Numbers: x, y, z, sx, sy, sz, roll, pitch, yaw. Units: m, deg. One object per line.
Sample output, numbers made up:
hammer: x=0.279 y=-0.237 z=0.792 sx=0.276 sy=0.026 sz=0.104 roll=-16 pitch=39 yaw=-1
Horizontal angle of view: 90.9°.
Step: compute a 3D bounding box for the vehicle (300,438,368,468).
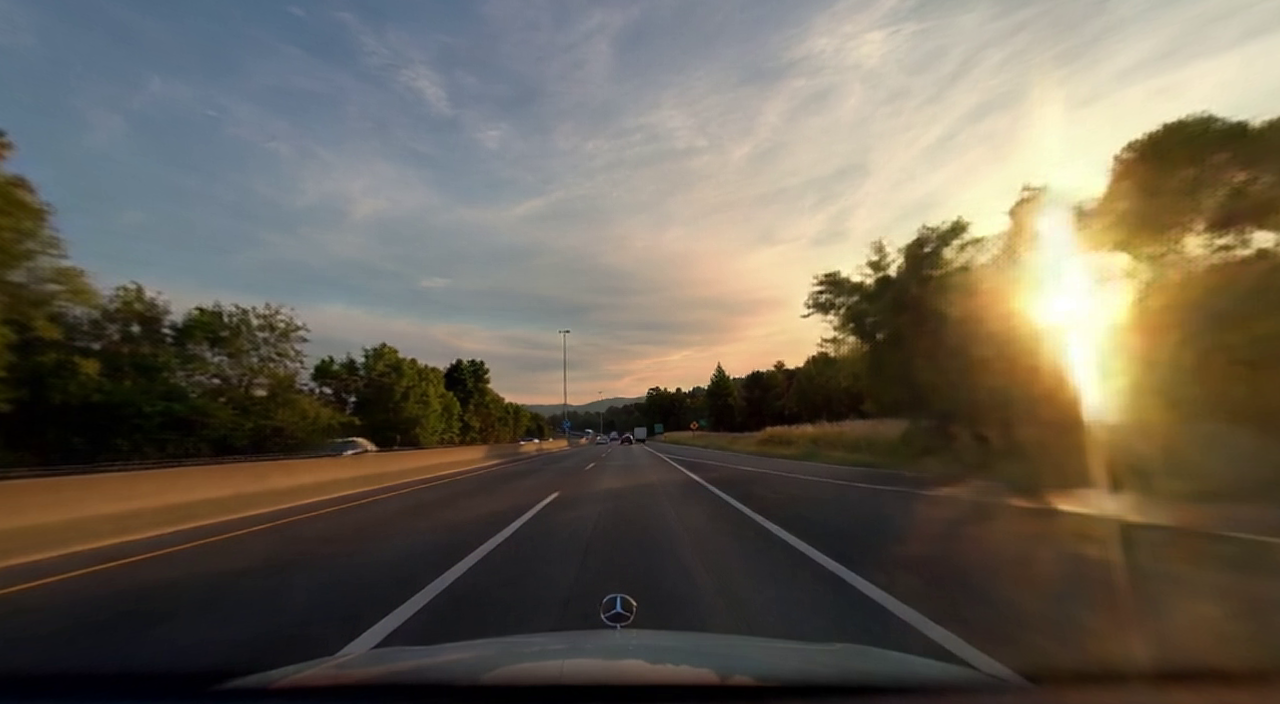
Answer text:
vehicle: x=-17.138 y=5.637 z=35.491 sx=1.857 sy=1.583 sz=4.008 roll=0 pitch=-8 yaw=-1
